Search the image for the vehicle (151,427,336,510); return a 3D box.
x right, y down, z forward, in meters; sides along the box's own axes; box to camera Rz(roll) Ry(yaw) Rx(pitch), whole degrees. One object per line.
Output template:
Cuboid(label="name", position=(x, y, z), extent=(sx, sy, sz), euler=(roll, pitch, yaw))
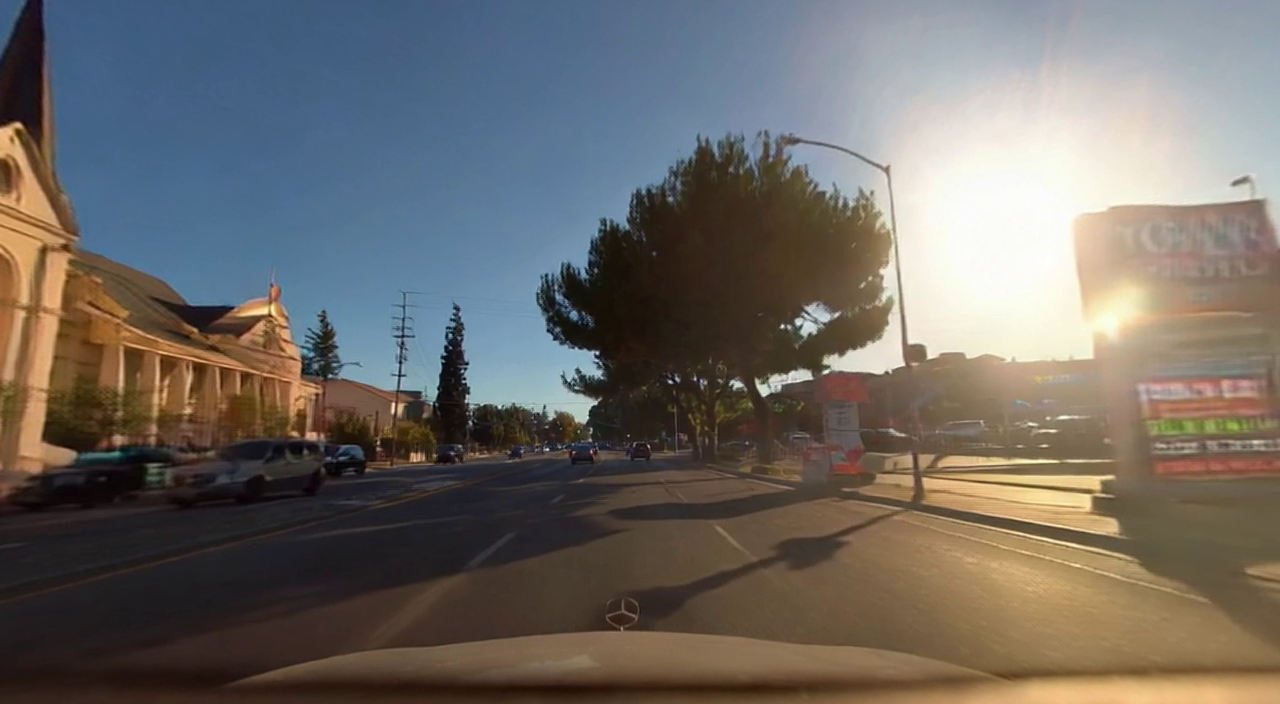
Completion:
Cuboid(label="vehicle", position=(-11.134, 3.282, 18.356), extent=(2.229, 1.957, 5.057), euler=(-2, -8, -2))

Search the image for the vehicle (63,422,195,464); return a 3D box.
Cuboid(label="vehicle", position=(-36.544, 6.548, 45.414), extent=(6.425, 2.891, 3.186), euler=(1, -8, -5))

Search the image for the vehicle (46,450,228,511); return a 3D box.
Cuboid(label="vehicle", position=(-15.012, 3.808, 19.270), extent=(2.045, 1.519, 4.401), euler=(-2, -8, -2))
